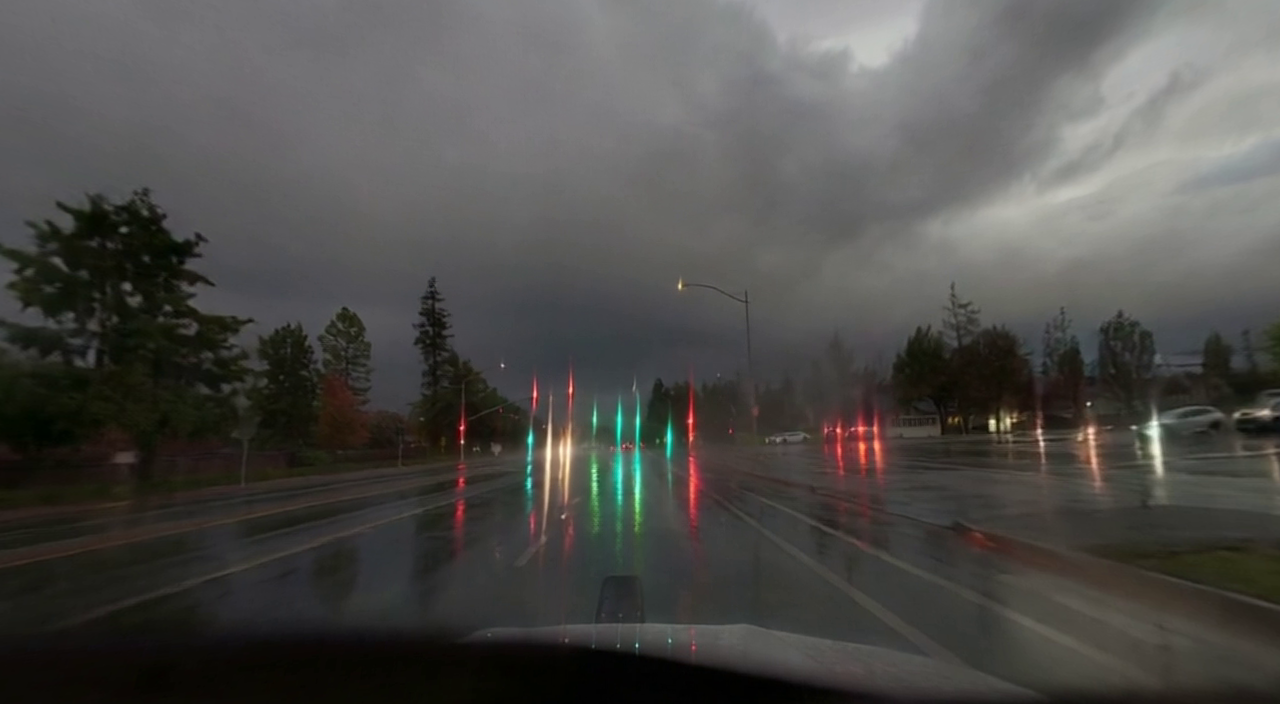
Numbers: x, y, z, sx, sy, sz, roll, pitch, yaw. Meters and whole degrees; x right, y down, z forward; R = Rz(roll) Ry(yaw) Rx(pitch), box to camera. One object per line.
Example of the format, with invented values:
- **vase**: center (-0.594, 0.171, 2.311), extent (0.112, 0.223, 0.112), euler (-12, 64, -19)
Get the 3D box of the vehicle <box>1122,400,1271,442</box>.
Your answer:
- **vehicle**: center (22.777, 2.920, 26.136), extent (1.911, 1.598, 4.322), euler (1, -8, -6)
